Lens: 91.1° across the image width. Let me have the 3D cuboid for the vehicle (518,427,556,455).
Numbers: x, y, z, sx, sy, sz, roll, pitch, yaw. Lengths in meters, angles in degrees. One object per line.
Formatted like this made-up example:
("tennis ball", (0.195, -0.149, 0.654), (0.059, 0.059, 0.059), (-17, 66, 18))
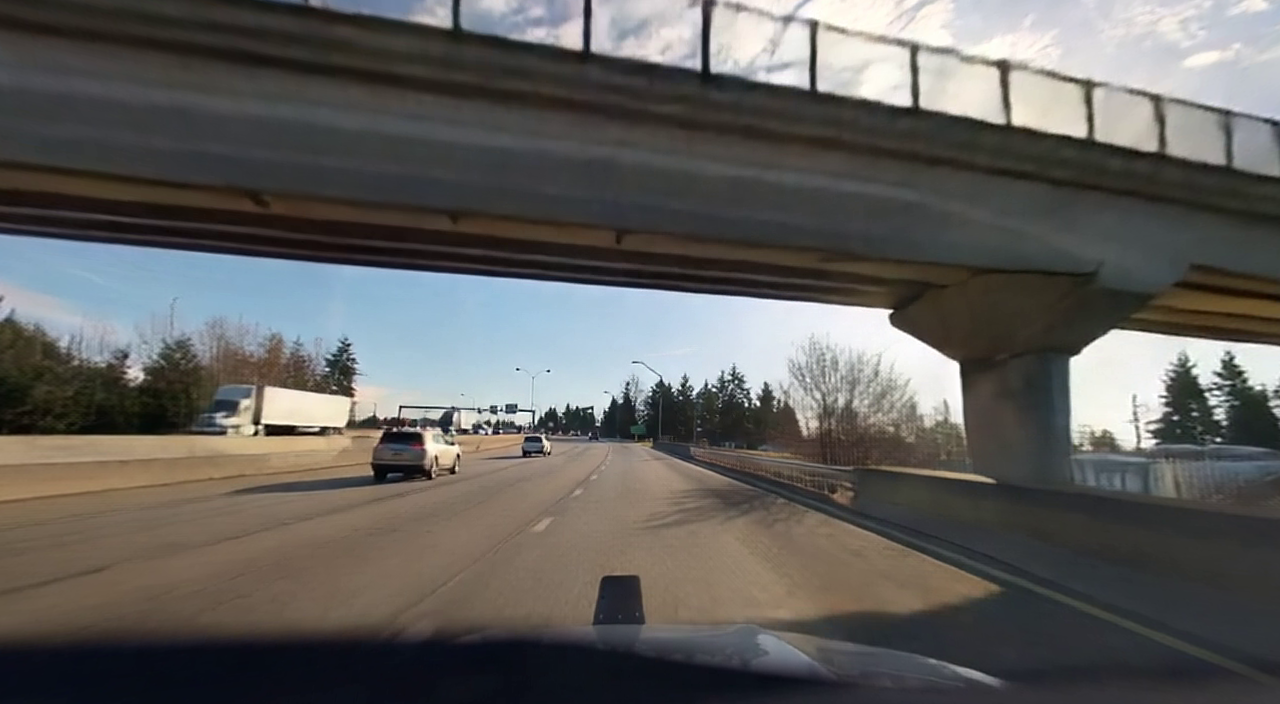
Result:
("vehicle", (-7.428, 6.443, 45.761), (1.956, 1.888, 4.512), (0, -7, 0))

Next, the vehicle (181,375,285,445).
("vehicle", (-25.400, 3.705, 39.517), (2.900, 3.916, 4.693), (4, -7, 1))

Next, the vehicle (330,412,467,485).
("vehicle", (-7.001, 2.842, 18.920), (2.188, 1.896, 4.810), (0, -7, 0))
